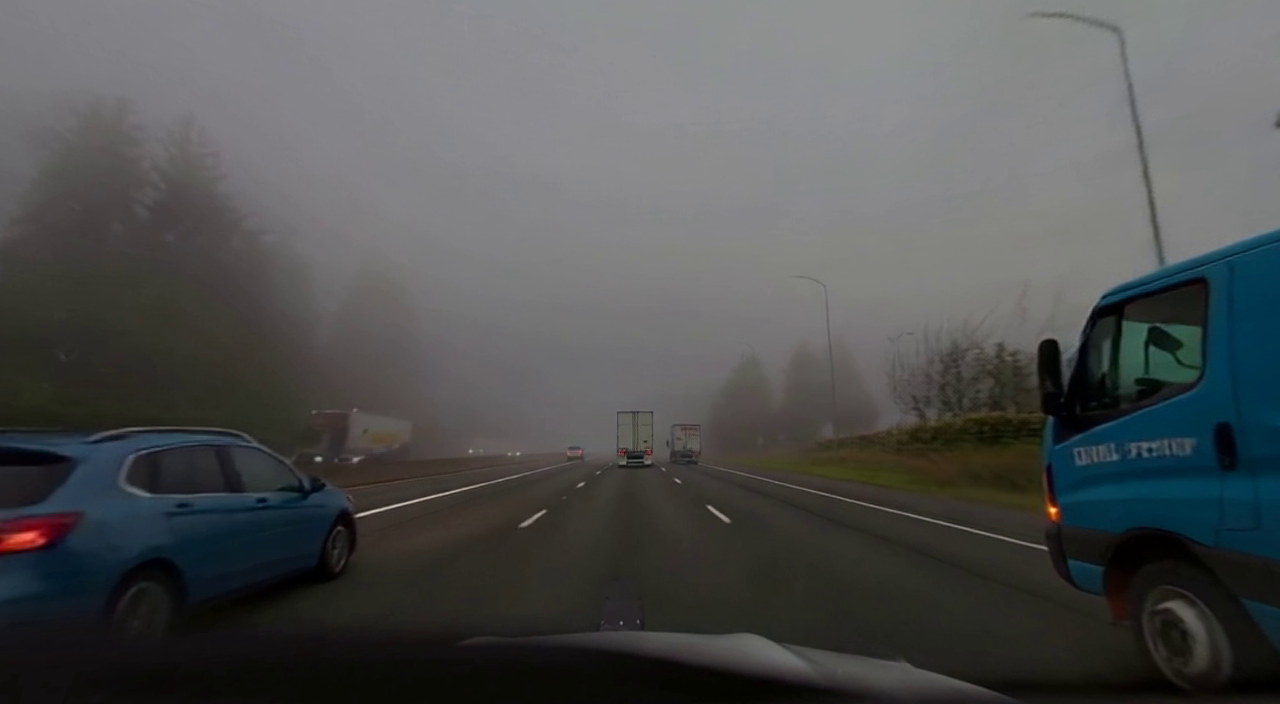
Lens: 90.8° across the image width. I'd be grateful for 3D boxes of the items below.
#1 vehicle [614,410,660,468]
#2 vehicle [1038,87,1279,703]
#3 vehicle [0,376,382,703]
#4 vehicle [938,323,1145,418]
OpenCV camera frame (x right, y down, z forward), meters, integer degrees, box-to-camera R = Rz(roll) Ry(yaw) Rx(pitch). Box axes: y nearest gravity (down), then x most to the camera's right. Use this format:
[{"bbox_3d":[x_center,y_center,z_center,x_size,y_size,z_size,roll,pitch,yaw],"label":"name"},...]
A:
[{"bbox_3d":[-0.208,6.868,49.335,3.201,4.019,10.918,0,-9,0],"label":"vehicle"},{"bbox_3d":[3.632,0.083,0.622,2.338,2.690,6.025,0,-9,-1],"label":"vehicle"},{"bbox_3d":[-3.818,1.193,4.330,2.175,1.646,4.525,0,-9,0],"label":"vehicle"},{"bbox_3d":[25.409,1.794,41.971,2.982,3.944,15.603,-4,-10,-2],"label":"vehicle"}]
